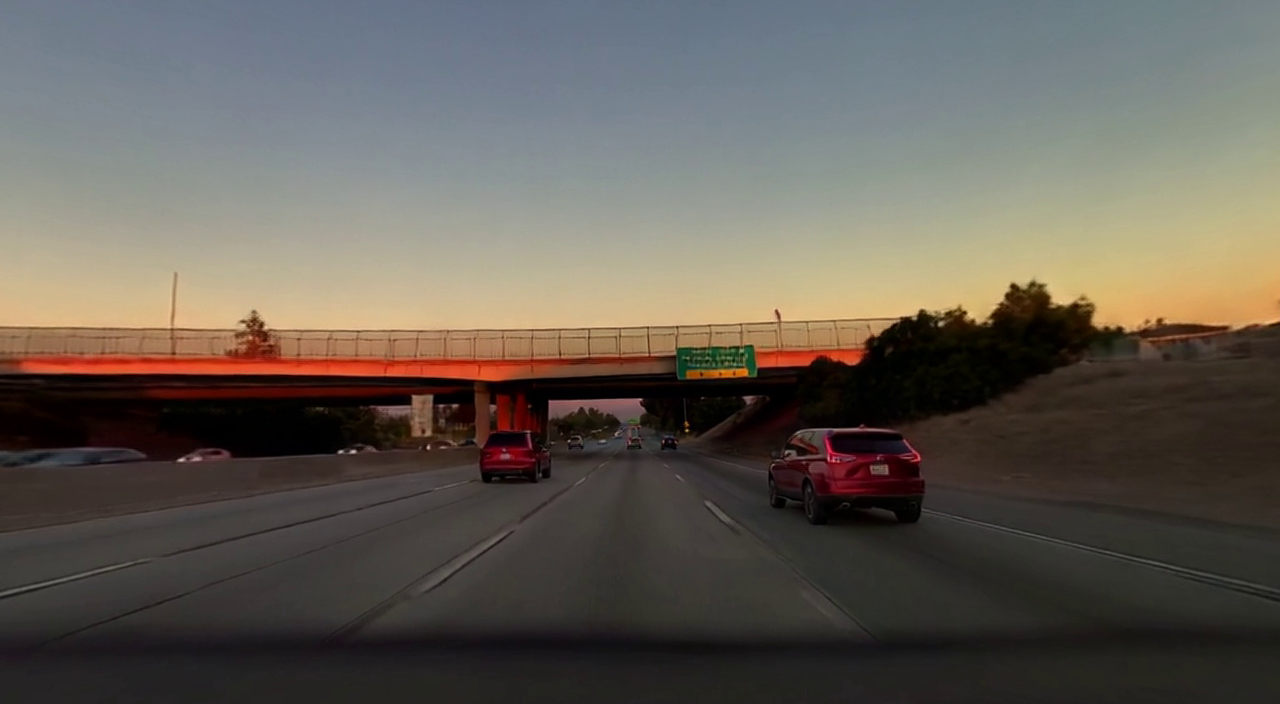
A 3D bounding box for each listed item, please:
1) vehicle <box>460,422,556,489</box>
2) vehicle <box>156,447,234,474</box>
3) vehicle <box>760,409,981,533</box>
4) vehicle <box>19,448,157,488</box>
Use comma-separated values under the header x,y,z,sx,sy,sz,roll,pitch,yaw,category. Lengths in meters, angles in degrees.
x,y,z,sx,sy,sz,roll,pitch,yaw,category
-4.021,3.259,20.122,2.018,1.872,4.728,0,-9,0,vehicle
-29.960,7.308,42.728,1.954,1.691,4.637,0,-9,0,vehicle
3.750,2.049,11.404,2.185,1.749,4.477,0,-9,-1,vehicle
-23.272,4.870,26.905,1.900,1.508,4.456,0,-9,-1,vehicle
